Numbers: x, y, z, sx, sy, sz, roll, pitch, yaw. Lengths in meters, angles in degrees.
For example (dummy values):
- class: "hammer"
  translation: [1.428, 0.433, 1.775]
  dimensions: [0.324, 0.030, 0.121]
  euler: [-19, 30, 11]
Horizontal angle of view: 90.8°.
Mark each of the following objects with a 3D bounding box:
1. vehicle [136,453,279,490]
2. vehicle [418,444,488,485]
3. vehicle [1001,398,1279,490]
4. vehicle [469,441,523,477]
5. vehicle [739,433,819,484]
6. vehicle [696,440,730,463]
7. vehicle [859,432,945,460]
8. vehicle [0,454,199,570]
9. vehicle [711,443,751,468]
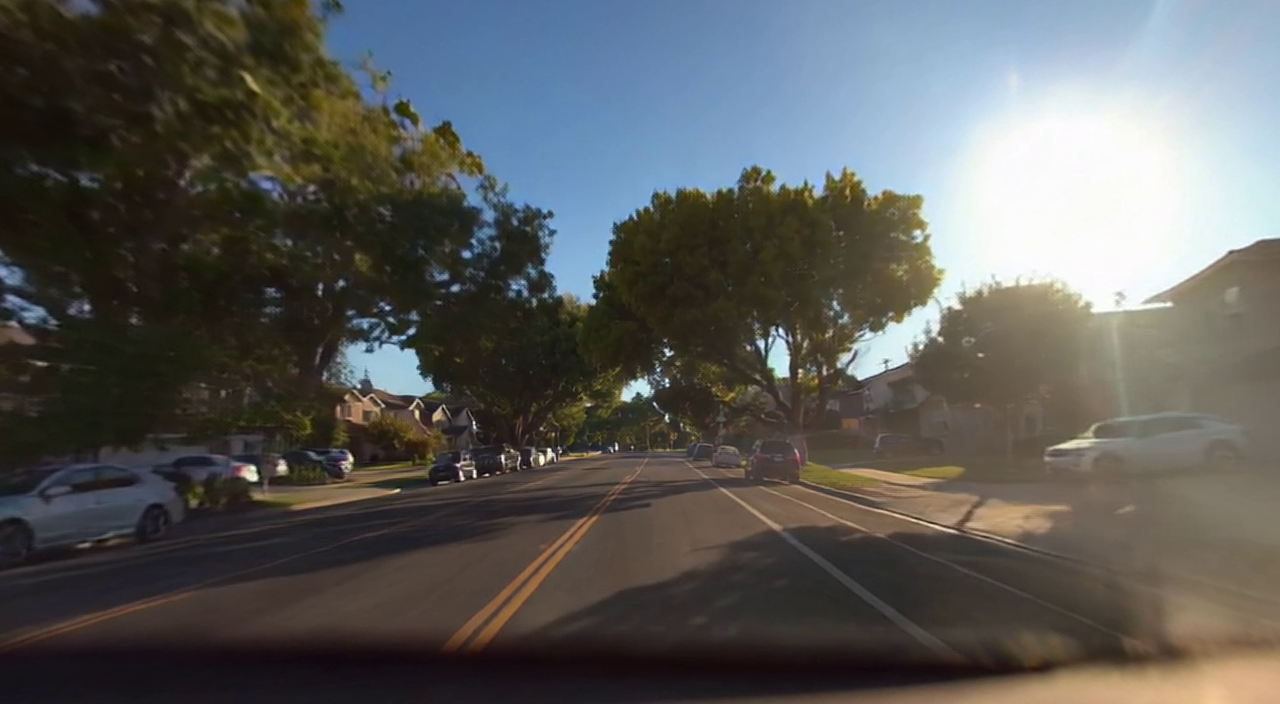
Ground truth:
- class: "vehicle"
  translation: [-18.352, 5.059, 26.969]
  dimensions: [4.699, 1.476, 1.949]
  euler: [0, -8, 1]
- class: "vehicle"
  translation: [-9.524, 5.794, 32.605]
  dimensions: [2.117, 1.865, 4.570]
  euler: [-3, -10, 1]
- class: "vehicle"
  translation: [13.359, 2.331, 16.254]
  dimensions: [6.619, 1.884, 2.225]
  euler: [-3, -9, 2]
- class: "vehicle"
  translation: [-9.282, 6.901, 41.096]
  dimensions: [2.225, 2.037, 5.158]
  euler: [-4, -8, 1]
- class: "vehicle"
  translation: [5.530, 4.280, 25.751]
  dimensions: [2.215, 1.886, 4.577]
  euler: [0, -8, 0]
- class: "vehicle"
  translation: [5.603, 7.712, 49.066]
  dimensions: [2.155, 1.668, 4.425]
  euler: [0, -8, 1]
- class: "vehicle"
  translation: [14.740, 5.326, 35.725]
  dimensions: [3.966, 1.500, 1.998]
  euler: [-1, -8, 3]
- class: "vehicle"
  translation: [-10.237, 2.646, 10.825]
  dimensions: [2.082, 1.661, 4.403]
  euler: [-3, -10, 1]
- class: "vehicle"
  translation: [5.715, 6.582, 40.250]
  dimensions: [1.908, 1.477, 4.920]
  euler: [0, -8, 2]
